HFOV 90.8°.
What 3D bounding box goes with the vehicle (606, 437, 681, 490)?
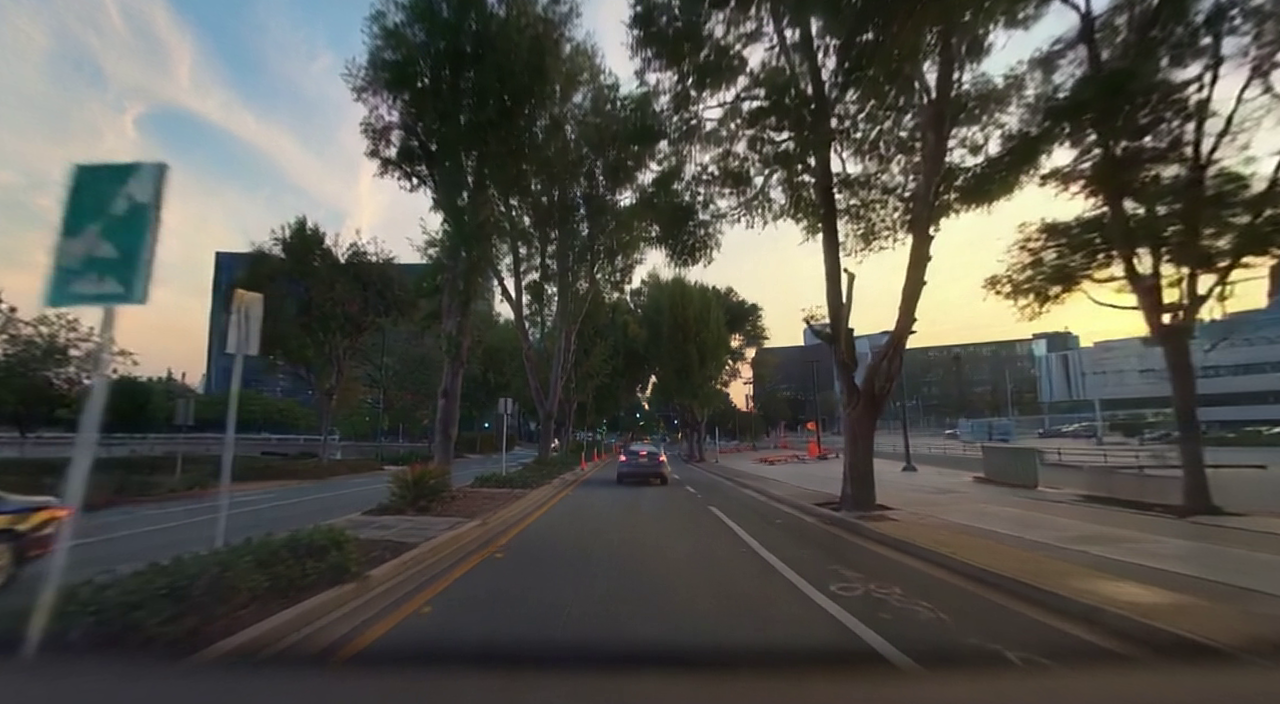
[{"bbox_3d":[0.124,3.514,20.273,2.114,1.493,4.430,0,-9,1],"label":"vehicle"}]
